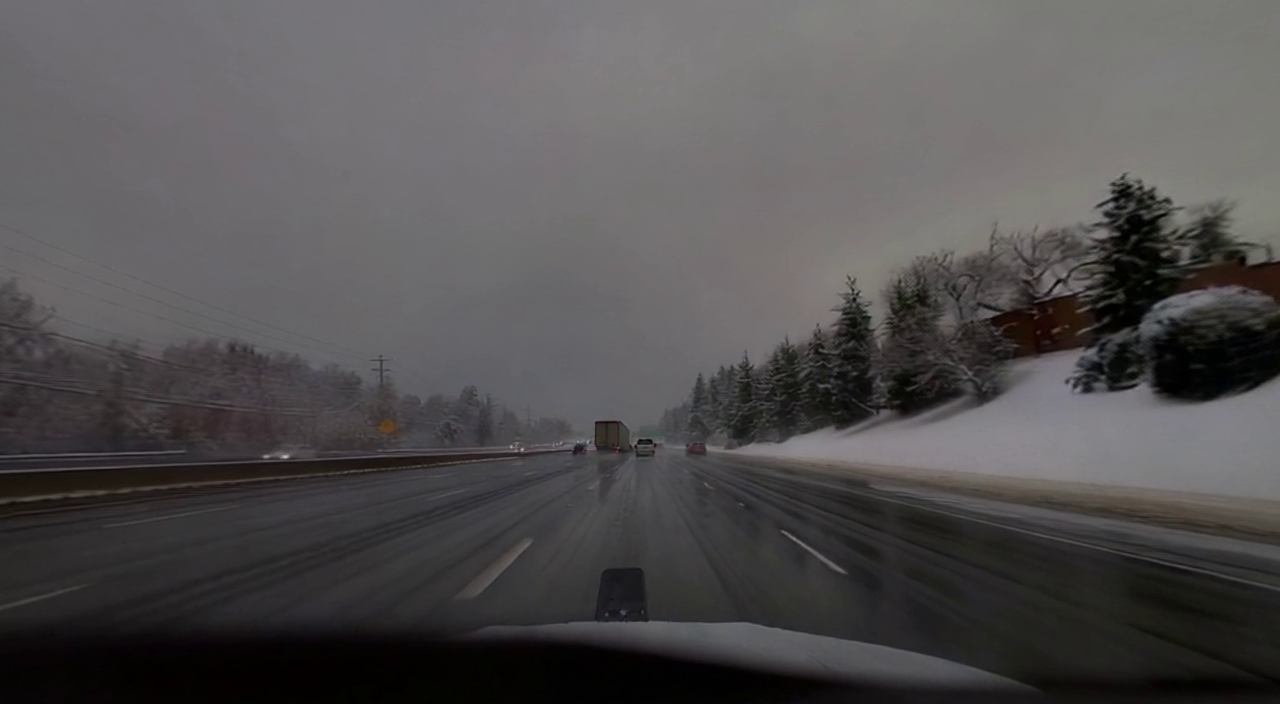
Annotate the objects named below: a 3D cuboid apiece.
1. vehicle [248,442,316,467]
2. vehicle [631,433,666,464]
[{"bbox_3d":[-24.317,6.970,43.075,1.921,1.555,4.539,0,-8,1],"label":"vehicle"},{"bbox_3d":[0.559,6.704,43.931,2.309,2.023,5.130,0,-8,0],"label":"vehicle"}]
